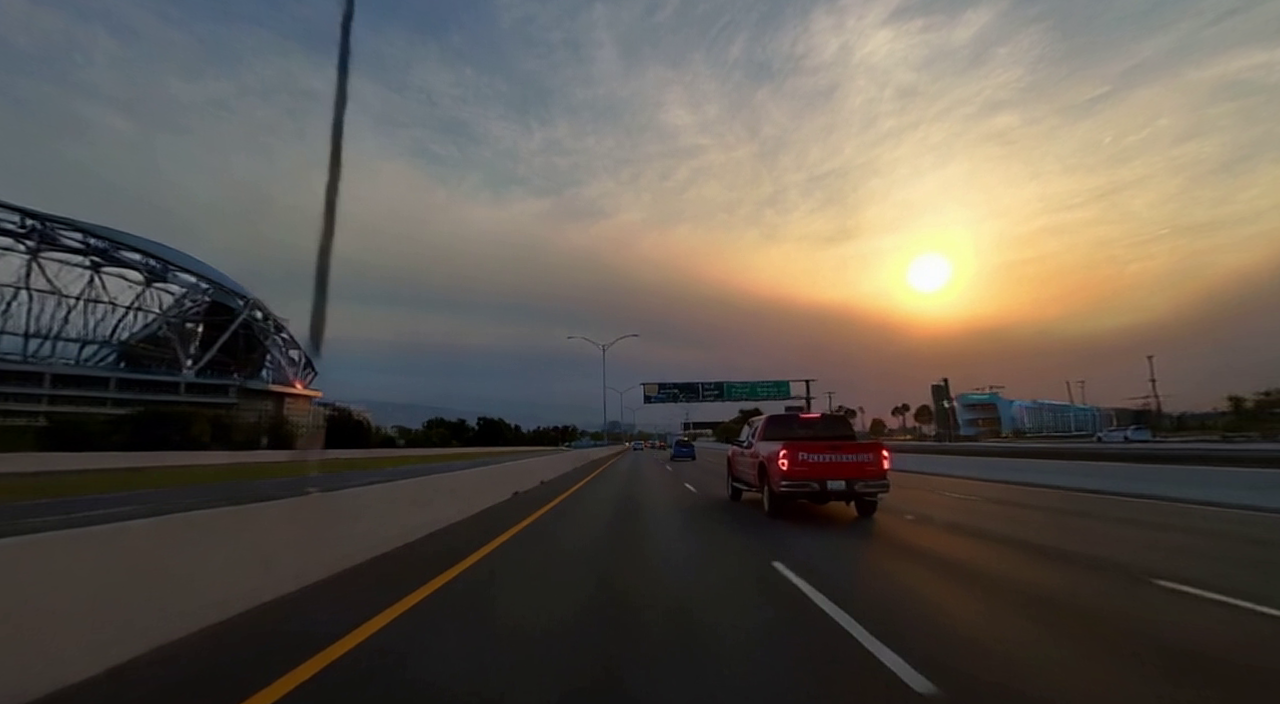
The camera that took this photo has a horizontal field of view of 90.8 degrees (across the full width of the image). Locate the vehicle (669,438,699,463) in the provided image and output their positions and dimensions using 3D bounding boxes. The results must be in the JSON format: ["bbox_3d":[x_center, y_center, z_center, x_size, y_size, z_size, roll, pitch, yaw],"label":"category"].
[{"bbox_3d":[3.237,7.339,47.243,1.973,1.774,4.092,0,-9,0],"label":"vehicle"}]

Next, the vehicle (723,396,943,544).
[{"bbox_3d":[2.964,1.981,11.162,2.199,2.002,4.970,0,-9,-1],"label":"vehicle"}]
